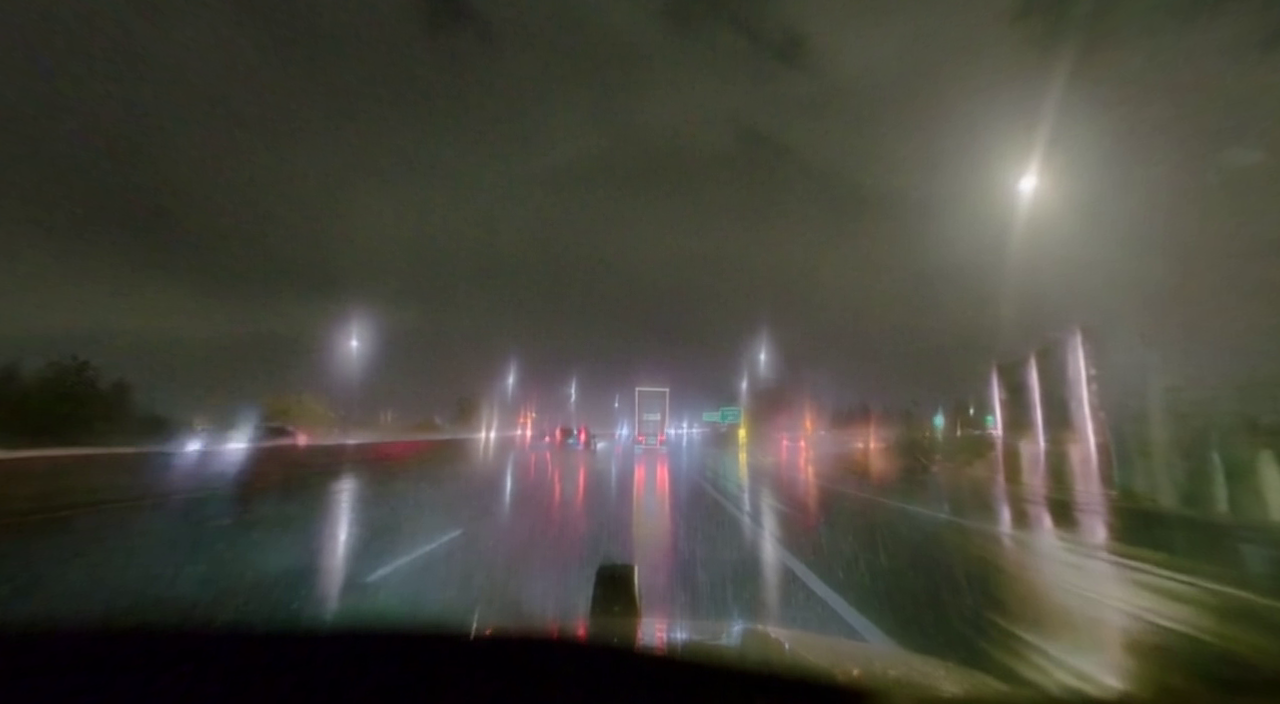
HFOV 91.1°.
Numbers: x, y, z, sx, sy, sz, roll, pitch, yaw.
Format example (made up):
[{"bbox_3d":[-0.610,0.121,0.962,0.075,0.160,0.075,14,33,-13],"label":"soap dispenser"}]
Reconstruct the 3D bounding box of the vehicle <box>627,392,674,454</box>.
[{"bbox_3d":[0.764,5.357,46.318,3.024,4.019,10.605,0,-8,1],"label":"vehicle"}]

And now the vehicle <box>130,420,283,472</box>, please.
[{"bbox_3d":[-16.321,3.571,24.115,2.110,1.785,5.023,0,-8,2],"label":"vehicle"}]

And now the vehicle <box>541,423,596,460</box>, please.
[{"bbox_3d":[-3.654,4.667,32.916,2.119,1.787,4.655,0,-8,3],"label":"vehicle"}]
